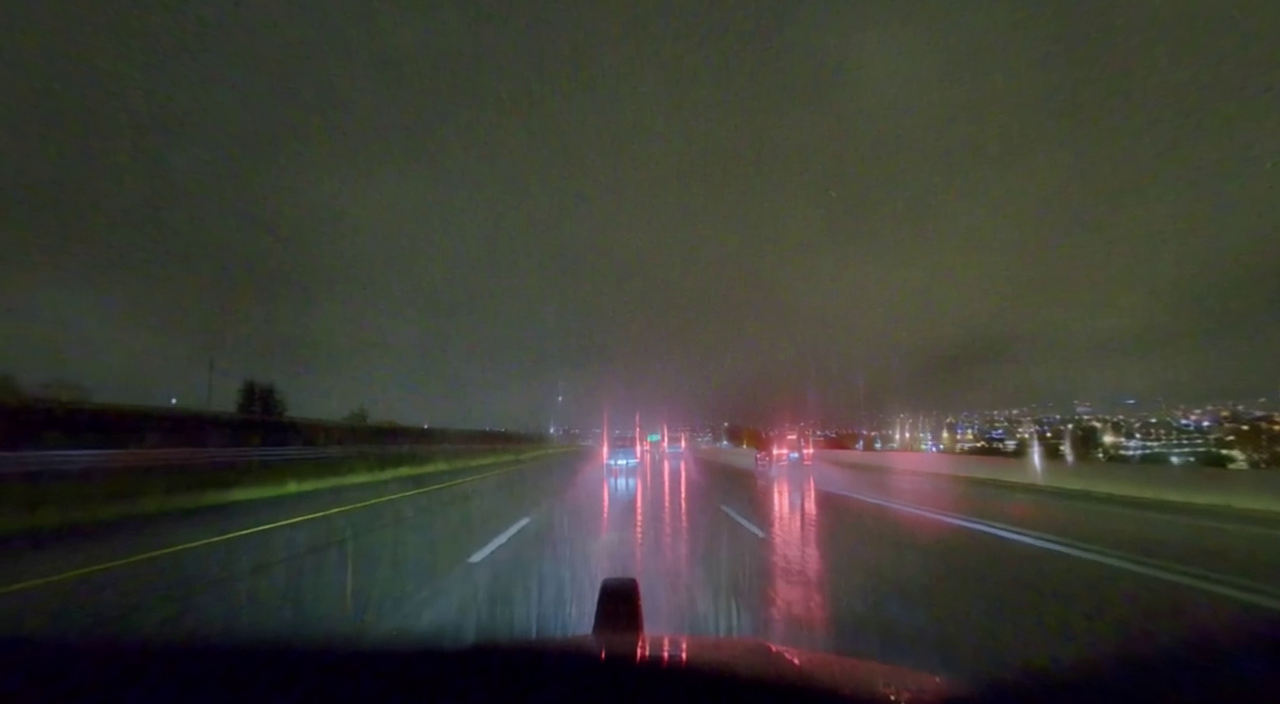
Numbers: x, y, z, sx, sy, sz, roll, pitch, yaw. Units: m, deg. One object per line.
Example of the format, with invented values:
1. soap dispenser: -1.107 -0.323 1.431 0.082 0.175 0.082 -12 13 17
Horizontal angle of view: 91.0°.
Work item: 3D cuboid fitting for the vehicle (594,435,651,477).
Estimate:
1. vehicle: -0.692 4.252 26.031 2.147 1.576 3.964 0 -8 -1
